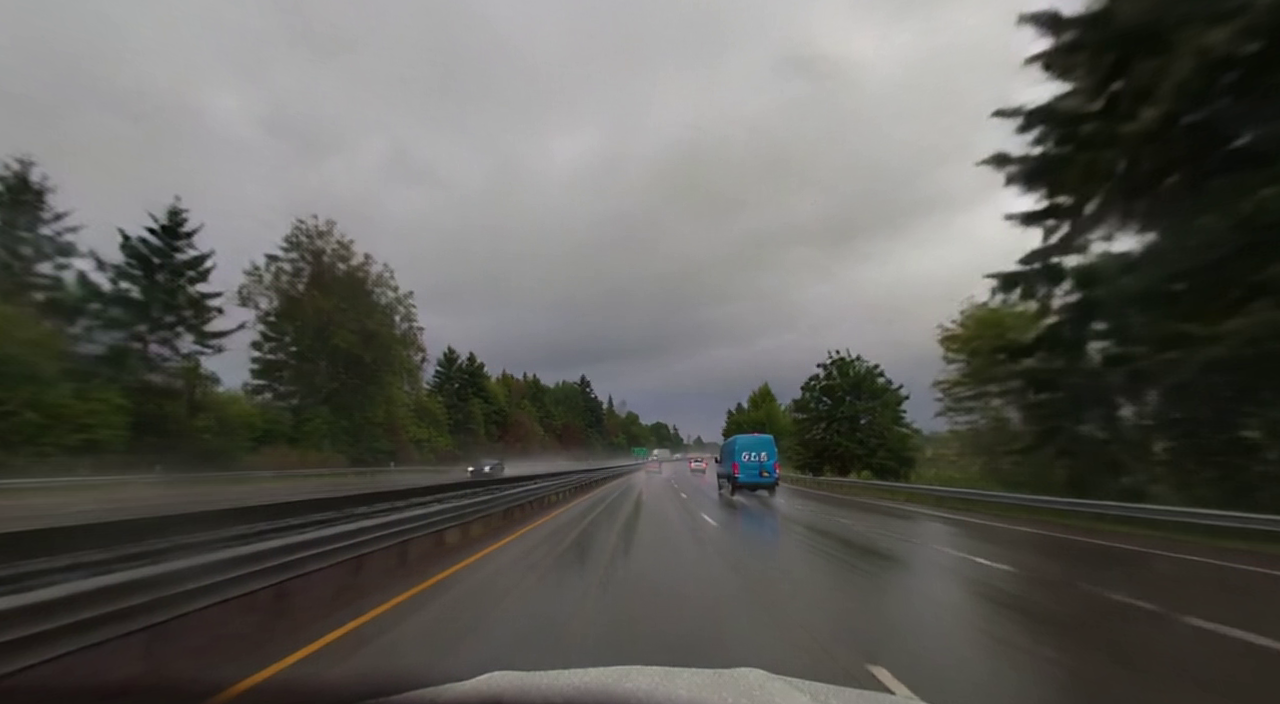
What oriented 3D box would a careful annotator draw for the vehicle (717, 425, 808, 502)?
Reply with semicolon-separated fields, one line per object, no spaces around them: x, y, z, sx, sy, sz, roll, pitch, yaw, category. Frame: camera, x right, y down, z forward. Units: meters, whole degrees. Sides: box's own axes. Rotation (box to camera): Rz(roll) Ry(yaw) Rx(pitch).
4.558;4.379;24.649;2.366;2.595;5.793;0;-11;0;vehicle

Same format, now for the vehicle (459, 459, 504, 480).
-11.700;8.715;46.783;1.917;1.465;4.638;0;-11;2;vehicle
